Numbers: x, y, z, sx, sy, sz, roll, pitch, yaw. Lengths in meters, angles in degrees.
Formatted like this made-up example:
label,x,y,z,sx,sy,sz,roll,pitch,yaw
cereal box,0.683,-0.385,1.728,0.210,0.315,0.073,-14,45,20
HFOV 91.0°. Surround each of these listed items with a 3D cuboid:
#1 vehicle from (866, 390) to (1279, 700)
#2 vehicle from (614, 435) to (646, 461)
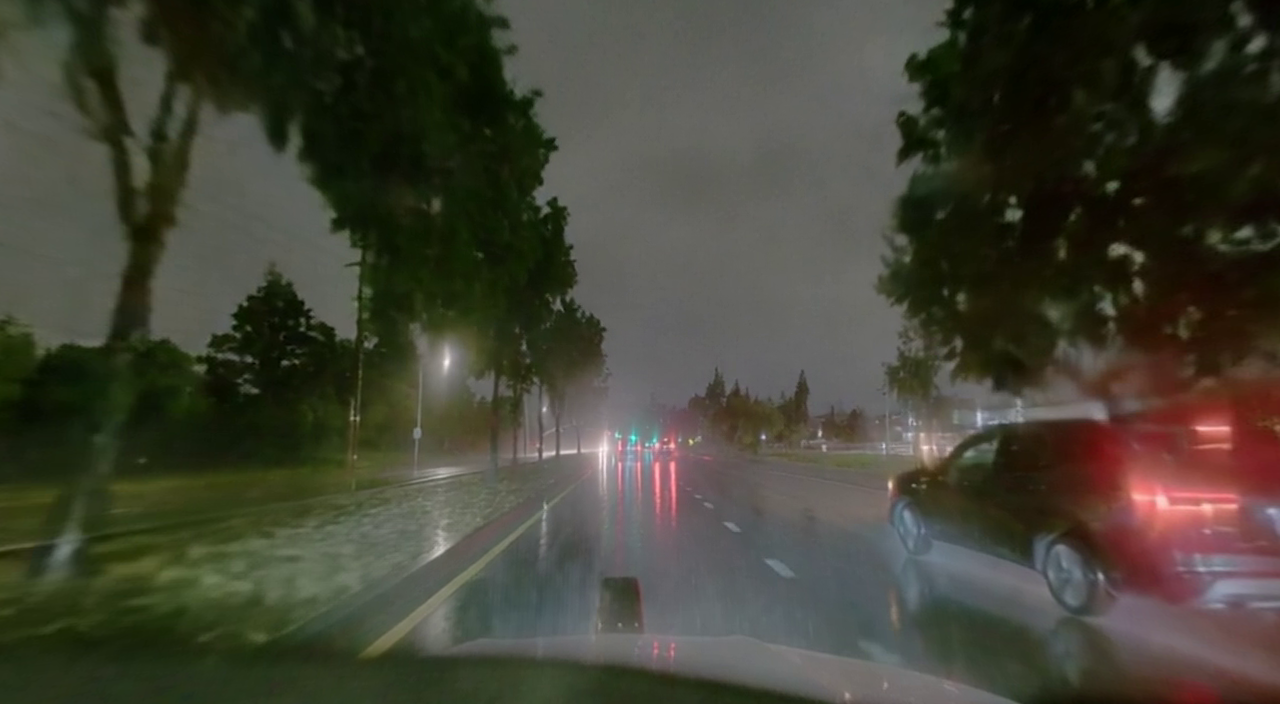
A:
label,x,y,z,sx,sy,sz,roll,pitch,yaw
vehicle,4.158,1.373,5.809,2.235,1.597,4.918,0,-9,-1
vehicle,-0.783,6.950,45.602,2.189,1.776,4.342,0,-9,-3
